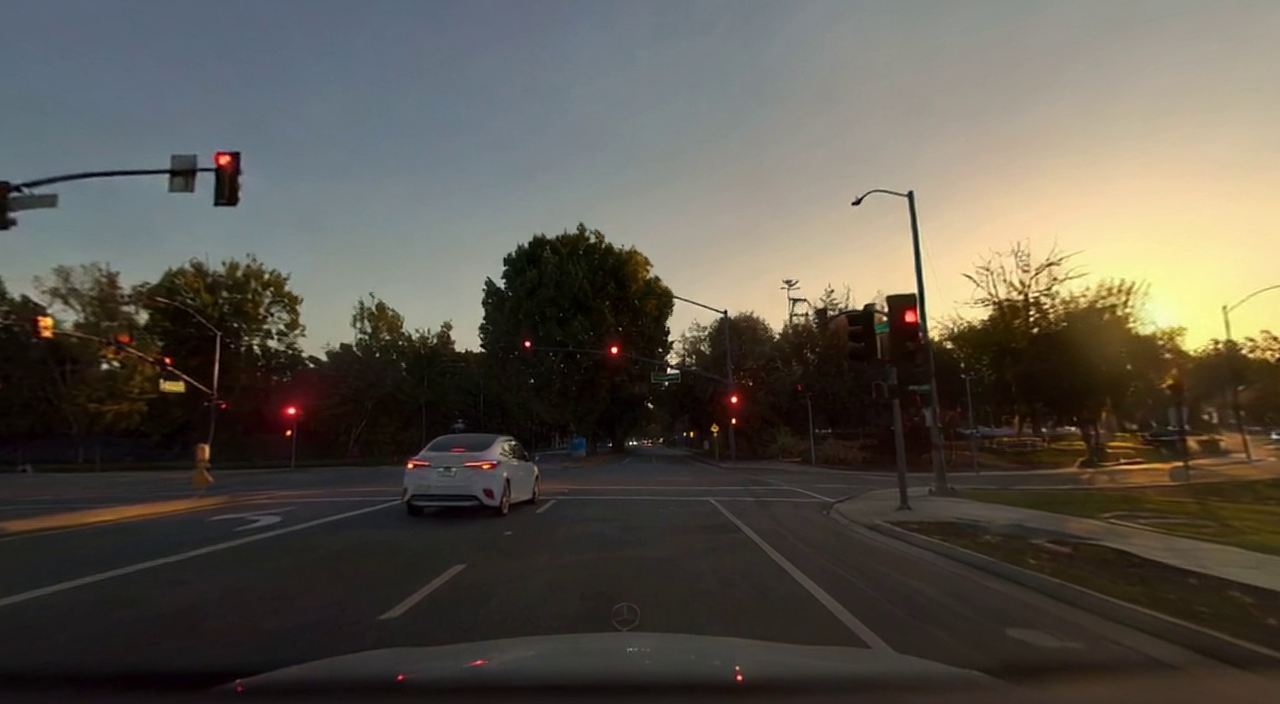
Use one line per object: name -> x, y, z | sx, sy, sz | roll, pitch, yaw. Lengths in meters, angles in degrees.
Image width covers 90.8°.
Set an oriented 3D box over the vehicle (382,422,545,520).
vehicle -> -3.254, 2.305, 12.754 | 2.076, 1.599, 4.483 | 0, -9, -1
